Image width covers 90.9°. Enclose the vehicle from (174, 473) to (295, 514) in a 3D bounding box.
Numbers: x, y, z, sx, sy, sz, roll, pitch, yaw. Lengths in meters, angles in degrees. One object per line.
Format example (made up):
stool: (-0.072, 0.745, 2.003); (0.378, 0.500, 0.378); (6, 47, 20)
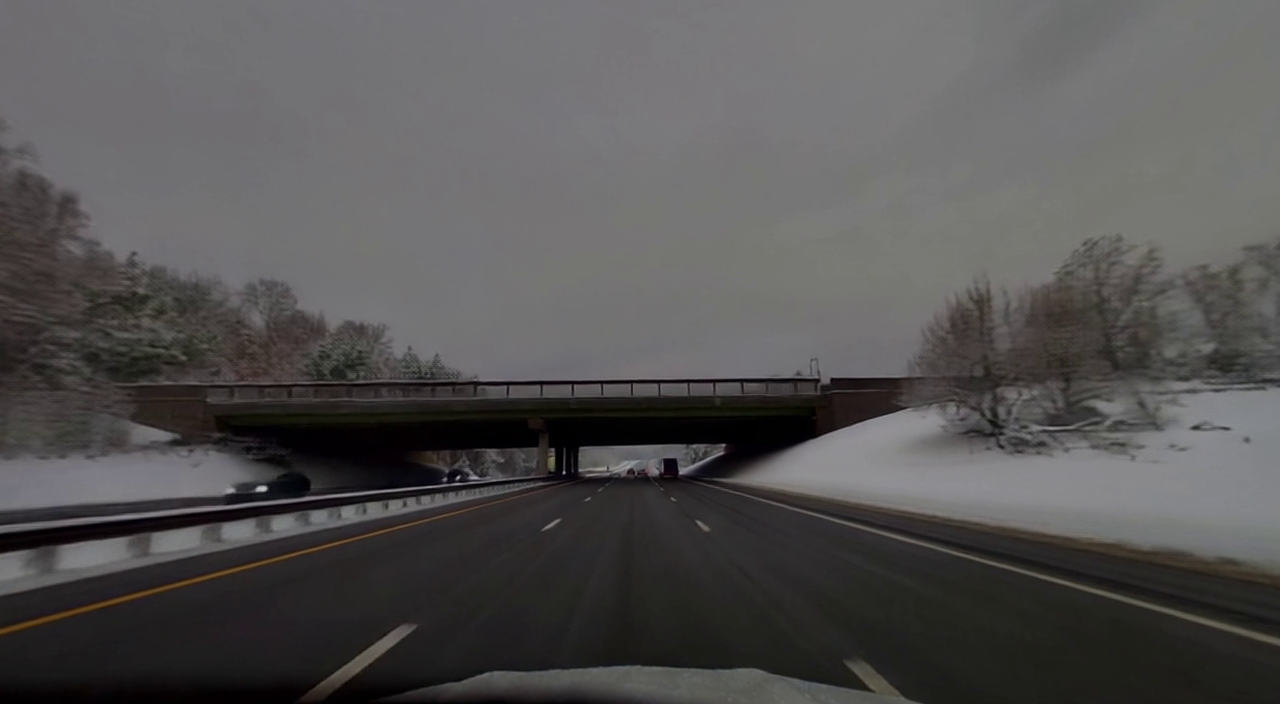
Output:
vehicle: (-16.043, 5.598, 25.281); (1.830, 1.447, 4.543); (1, -11, 0)
